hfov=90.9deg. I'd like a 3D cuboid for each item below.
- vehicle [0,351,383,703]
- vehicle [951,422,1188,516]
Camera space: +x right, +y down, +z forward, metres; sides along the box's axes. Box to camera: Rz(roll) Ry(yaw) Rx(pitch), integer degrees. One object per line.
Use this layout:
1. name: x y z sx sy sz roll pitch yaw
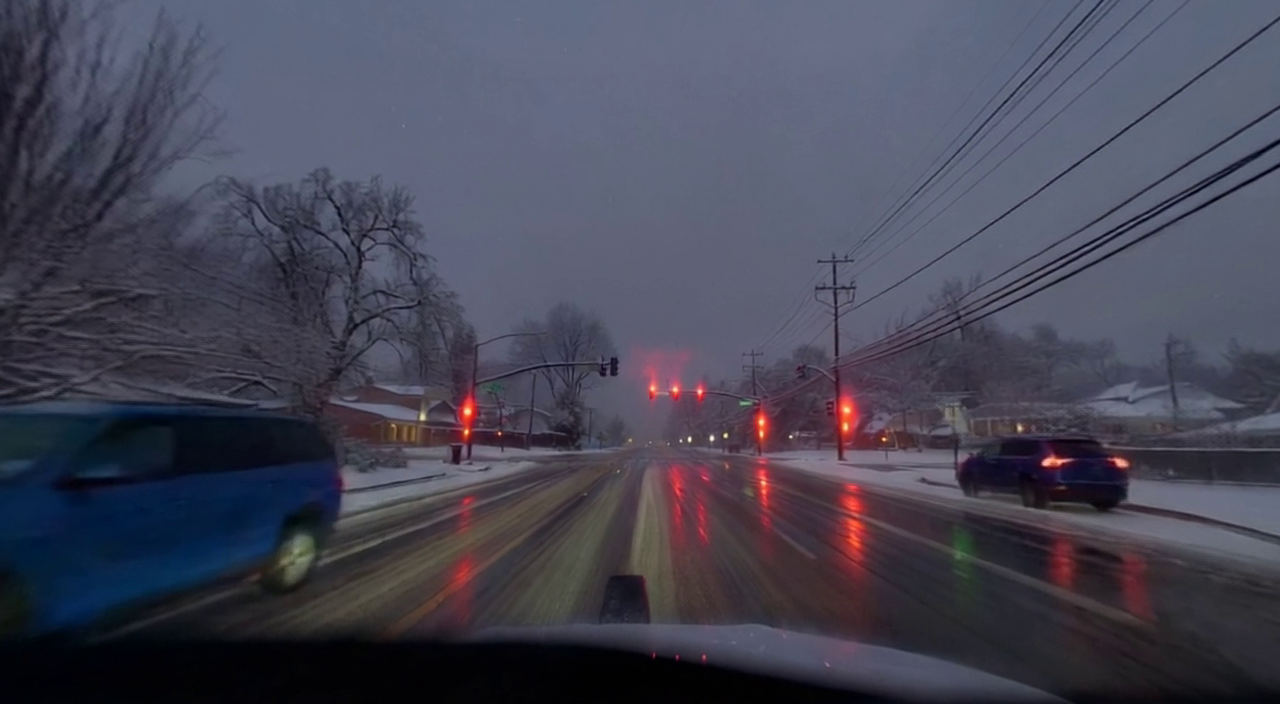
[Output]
1. vehicle: -3.973 1.168 4.726 2.012 1.778 4.990 0 -8 -1
2. vehicle: 9.484 2.612 14.627 2.170 1.771 4.908 -1 -8 2
